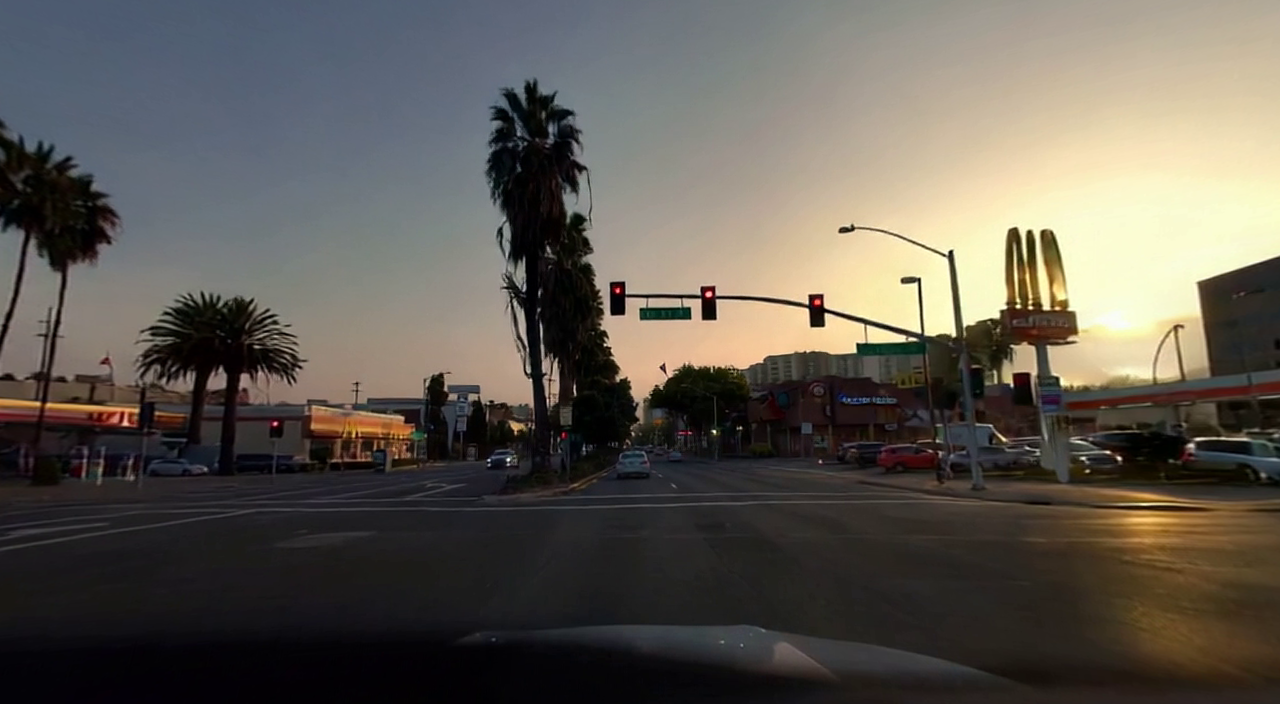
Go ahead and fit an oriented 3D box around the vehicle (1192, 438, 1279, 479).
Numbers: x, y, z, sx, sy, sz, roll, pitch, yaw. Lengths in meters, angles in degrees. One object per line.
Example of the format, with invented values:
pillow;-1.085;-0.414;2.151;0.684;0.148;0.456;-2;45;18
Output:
vehicle;24.067;4.112;24.633;1.738;1.462;3.609;0;-8;0

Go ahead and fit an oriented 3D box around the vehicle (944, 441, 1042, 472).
vehicle;18.334;5.438;32.976;3.962;1.529;1.867;-2;-9;8

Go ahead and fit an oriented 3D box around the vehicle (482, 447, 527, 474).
vehicle;-9.402;7.574;44.374;2.102;1.792;4.828;0;-8;0

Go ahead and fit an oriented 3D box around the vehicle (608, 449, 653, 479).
vehicle;-0.566;5.995;34.210;2.270;1.475;4.571;0;-8;-2

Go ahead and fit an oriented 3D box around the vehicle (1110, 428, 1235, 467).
vehicle;24.381;4.397;29.058;3.783;1.560;1.853;-4;-10;9

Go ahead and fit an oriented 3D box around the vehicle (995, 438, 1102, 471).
vehicle;19.409;4.889;30.193;3.833;1.495;1.892;-3;-9;16
